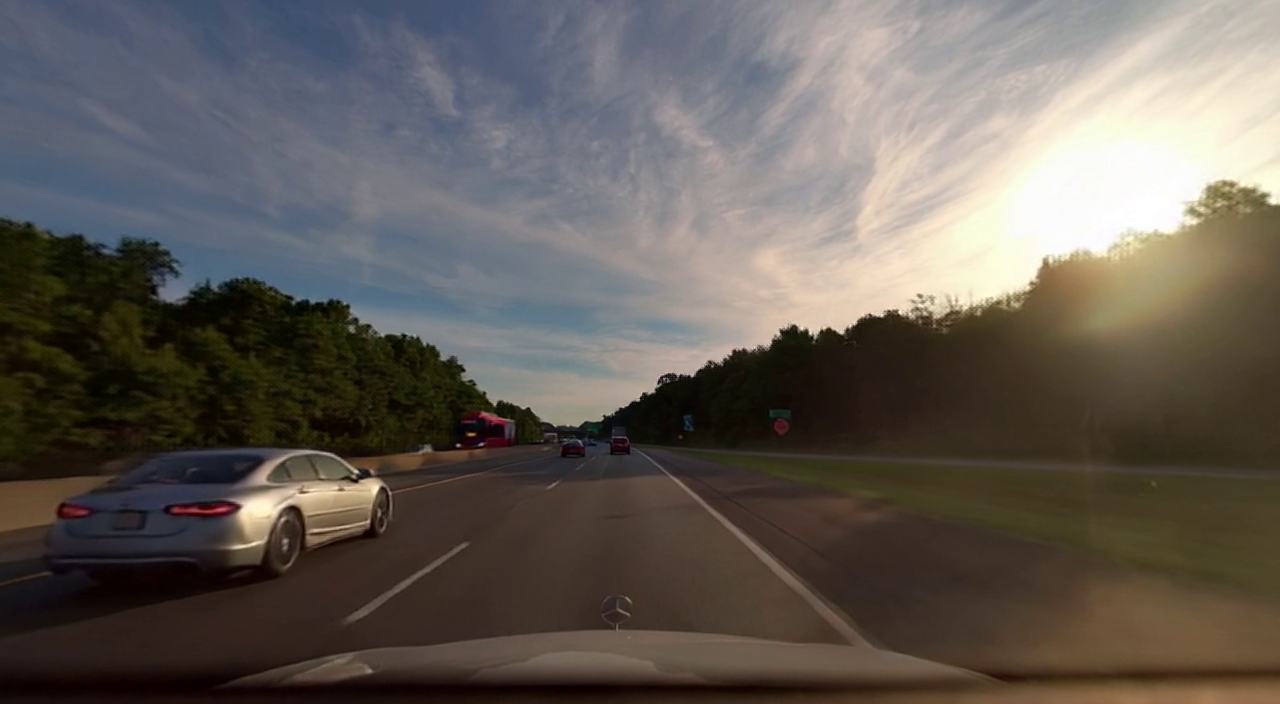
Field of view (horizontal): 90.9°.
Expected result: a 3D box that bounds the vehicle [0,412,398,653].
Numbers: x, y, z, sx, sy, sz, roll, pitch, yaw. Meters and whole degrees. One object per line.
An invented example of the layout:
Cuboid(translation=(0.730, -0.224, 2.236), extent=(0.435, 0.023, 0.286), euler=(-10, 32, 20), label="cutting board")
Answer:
Cuboid(translation=(-4.092, 1.396, 6.018), extent=(1.958, 1.477, 4.121), euler=(0, -8, -1), label="vehicle")

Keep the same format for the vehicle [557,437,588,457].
Cuboid(translation=(-5.016, 7.092, 47.228), extent=(1.907, 1.445, 4.049), euler=(0, -8, -1), label="vehicle")

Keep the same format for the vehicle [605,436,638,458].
Cuboid(translation=(-1.278, 6.650, 44.167), extent=(2.162, 1.460, 4.242), euler=(0, -8, -2), label="vehicle")
